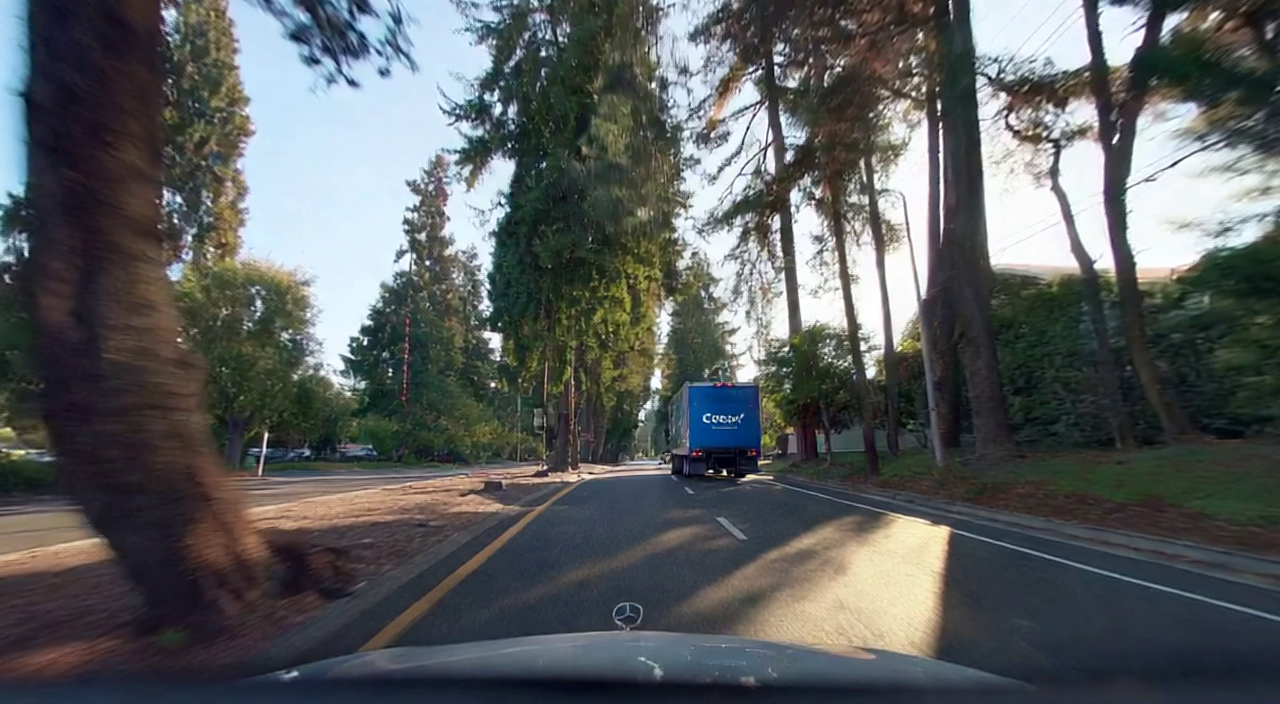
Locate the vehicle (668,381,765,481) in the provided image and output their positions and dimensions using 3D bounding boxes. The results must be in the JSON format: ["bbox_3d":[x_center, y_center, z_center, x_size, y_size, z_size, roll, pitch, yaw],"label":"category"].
[{"bbox_3d":[3.145,3.706,28.830,2.973,3.848,9.336,0,-8,-2],"label":"vehicle"}]
